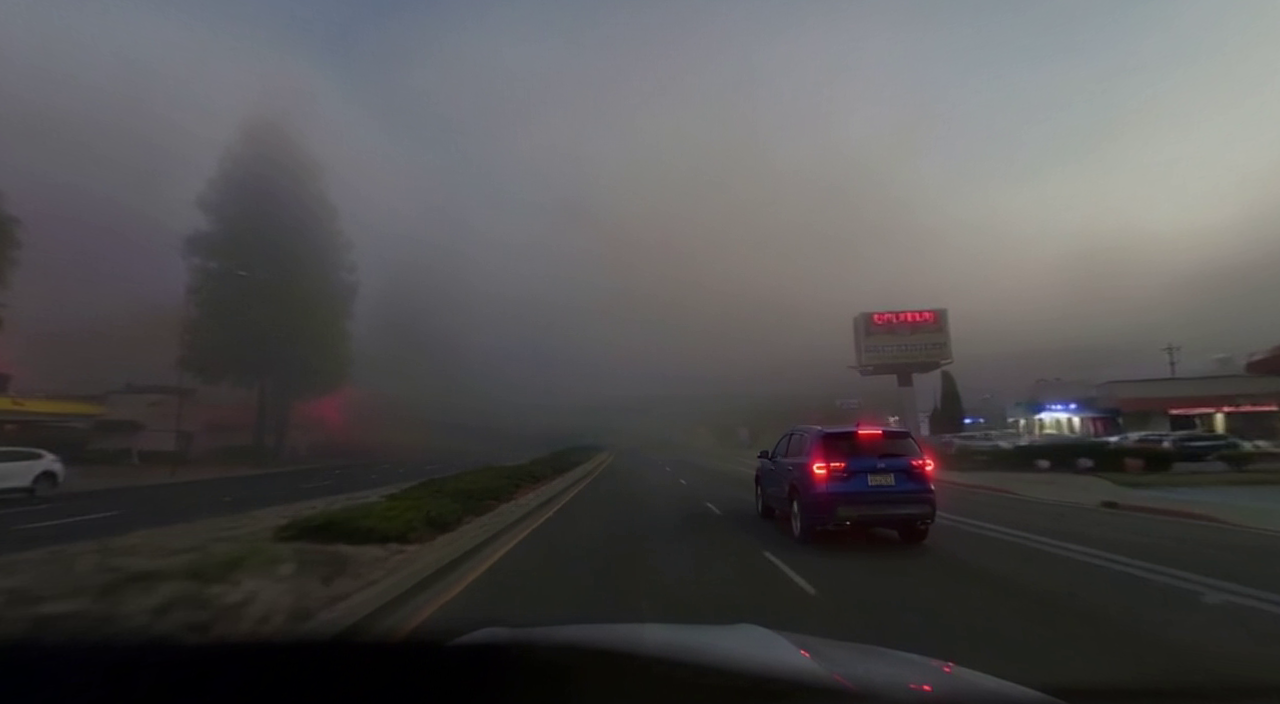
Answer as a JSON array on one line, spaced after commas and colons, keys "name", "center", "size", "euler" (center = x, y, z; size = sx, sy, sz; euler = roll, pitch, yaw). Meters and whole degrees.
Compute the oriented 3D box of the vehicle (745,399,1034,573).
[{"name": "vehicle", "center": [2.983, 1.737, 8.947], "size": [2.130, 1.790, 4.615], "euler": [0, -9, -1]}]
